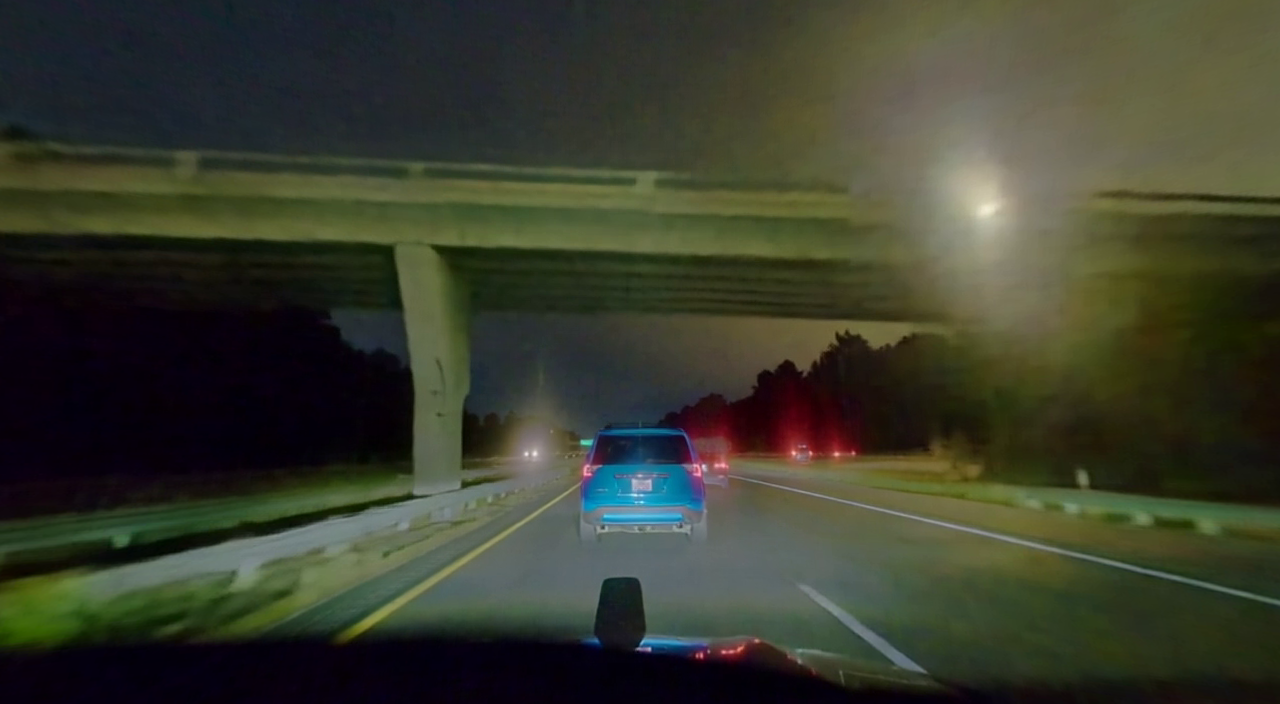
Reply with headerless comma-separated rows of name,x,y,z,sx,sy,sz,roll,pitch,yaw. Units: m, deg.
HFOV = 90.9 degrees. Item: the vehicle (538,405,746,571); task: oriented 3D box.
vehicle,0.020,1.821,9.069,2.288,1.823,4.059,0,-9,0
